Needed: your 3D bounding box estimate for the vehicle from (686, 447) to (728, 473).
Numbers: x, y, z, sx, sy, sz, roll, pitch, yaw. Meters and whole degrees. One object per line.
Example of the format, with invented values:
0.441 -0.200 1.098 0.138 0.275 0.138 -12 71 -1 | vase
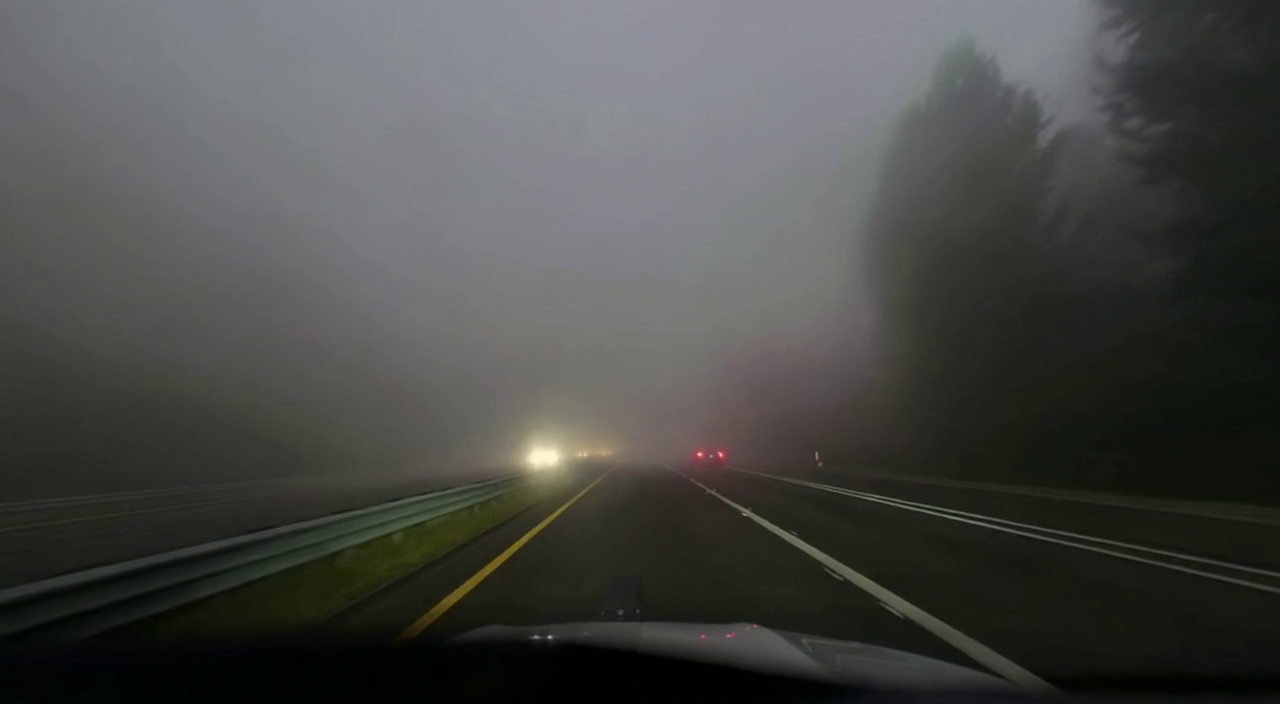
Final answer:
4.007 6.541 38.224 1.981 1.440 4.125 0 -9 -2 | vehicle
